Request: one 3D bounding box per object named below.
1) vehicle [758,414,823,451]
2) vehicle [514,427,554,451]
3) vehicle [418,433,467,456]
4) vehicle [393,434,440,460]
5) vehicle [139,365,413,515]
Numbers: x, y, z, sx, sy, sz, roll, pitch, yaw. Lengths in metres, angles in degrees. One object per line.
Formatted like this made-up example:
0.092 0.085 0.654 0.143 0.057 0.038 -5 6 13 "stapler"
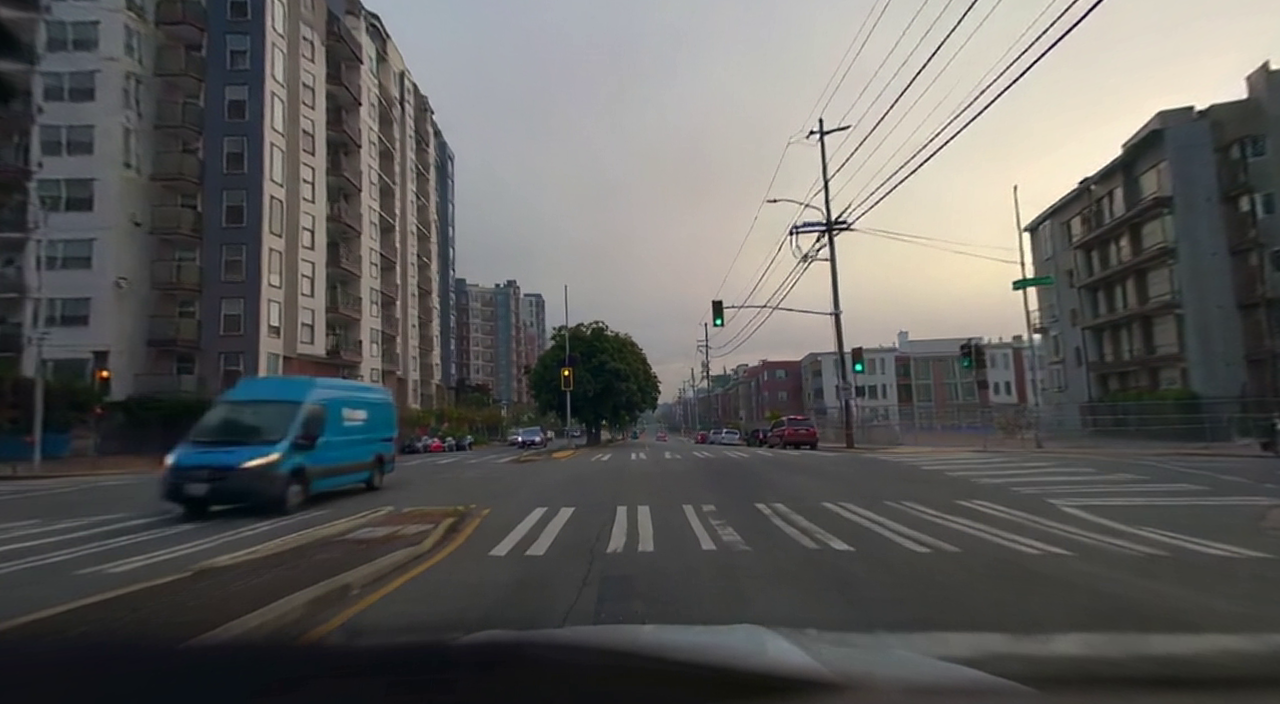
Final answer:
7.329 4.039 31.348 1.996 1.704 4.490 0 -8 -2 "vehicle"
-7.699 6.412 46.351 2.180 1.608 4.321 0 -8 0 "vehicle"
-15.015 7.070 48.365 2.124 1.626 4.908 0 -8 1 "vehicle"
-15.006 6.346 42.579 1.879 1.507 3.745 0 -6 -2 "vehicle"
-6.982 1.778 13.178 2.515 2.476 5.364 0 -7 -1 "vehicle"
